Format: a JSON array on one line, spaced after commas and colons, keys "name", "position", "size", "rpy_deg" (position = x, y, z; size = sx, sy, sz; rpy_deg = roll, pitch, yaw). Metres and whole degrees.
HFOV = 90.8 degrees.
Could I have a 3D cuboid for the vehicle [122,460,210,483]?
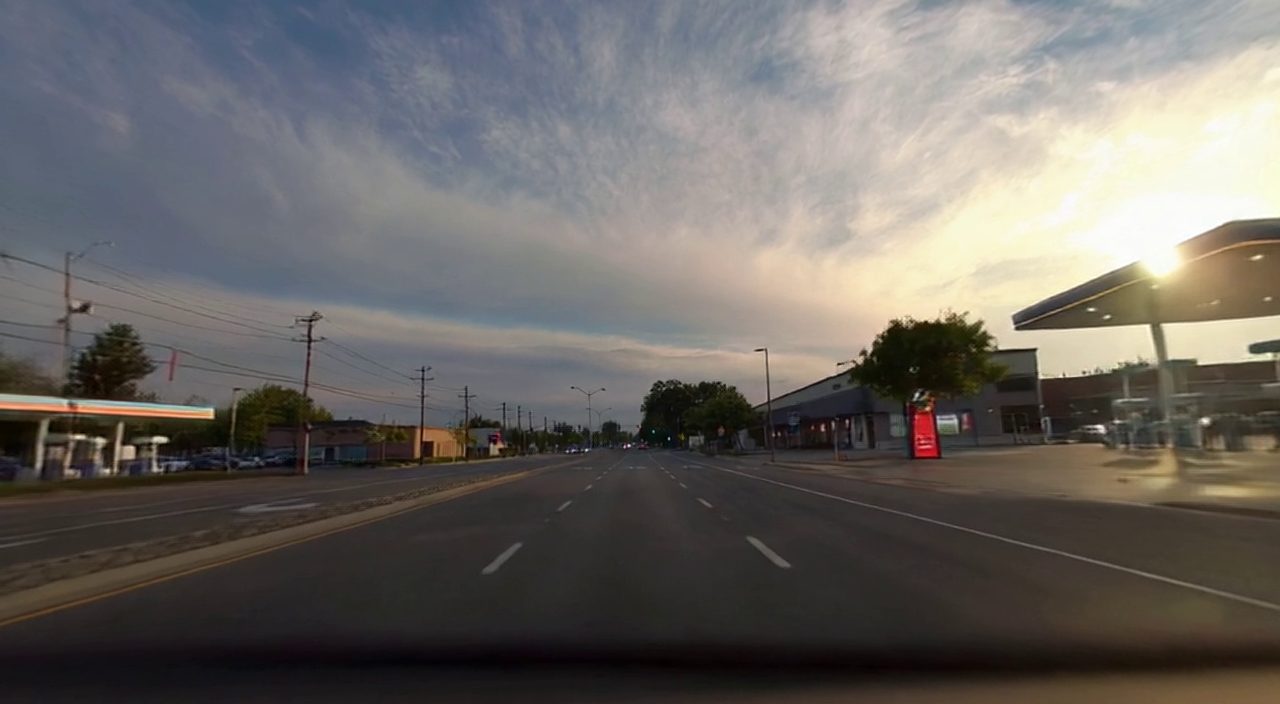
[{"name": "vehicle", "position": [-33.437, 8.446, 44.653], "size": [4.683, 1.495, 2.052], "rpy_deg": [-1, -9, 5]}]
